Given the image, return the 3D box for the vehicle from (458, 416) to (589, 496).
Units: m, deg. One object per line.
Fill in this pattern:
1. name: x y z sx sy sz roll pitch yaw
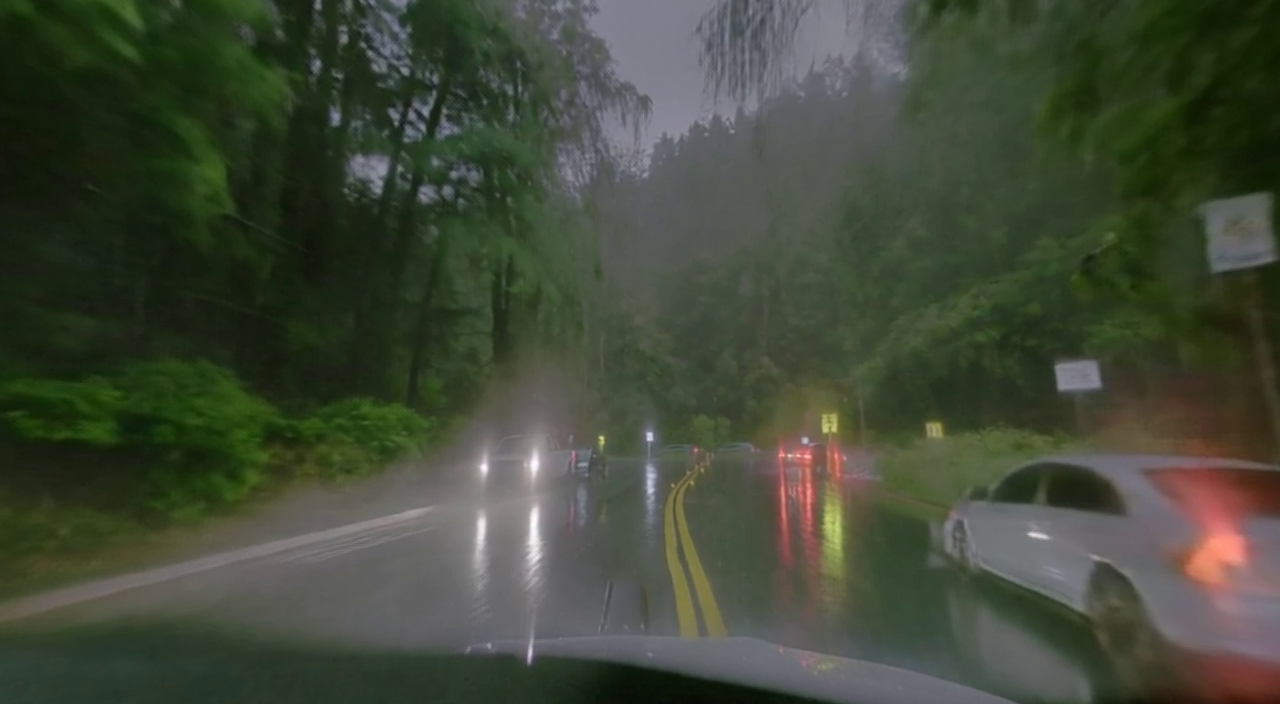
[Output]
1. vehicle: -3.680 3.628 21.266 2.583 2.167 5.667 -5 -12 8

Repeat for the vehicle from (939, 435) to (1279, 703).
1. vehicle: 4.260 1.389 4.905 2.033 1.424 4.560 -1 -8 6
